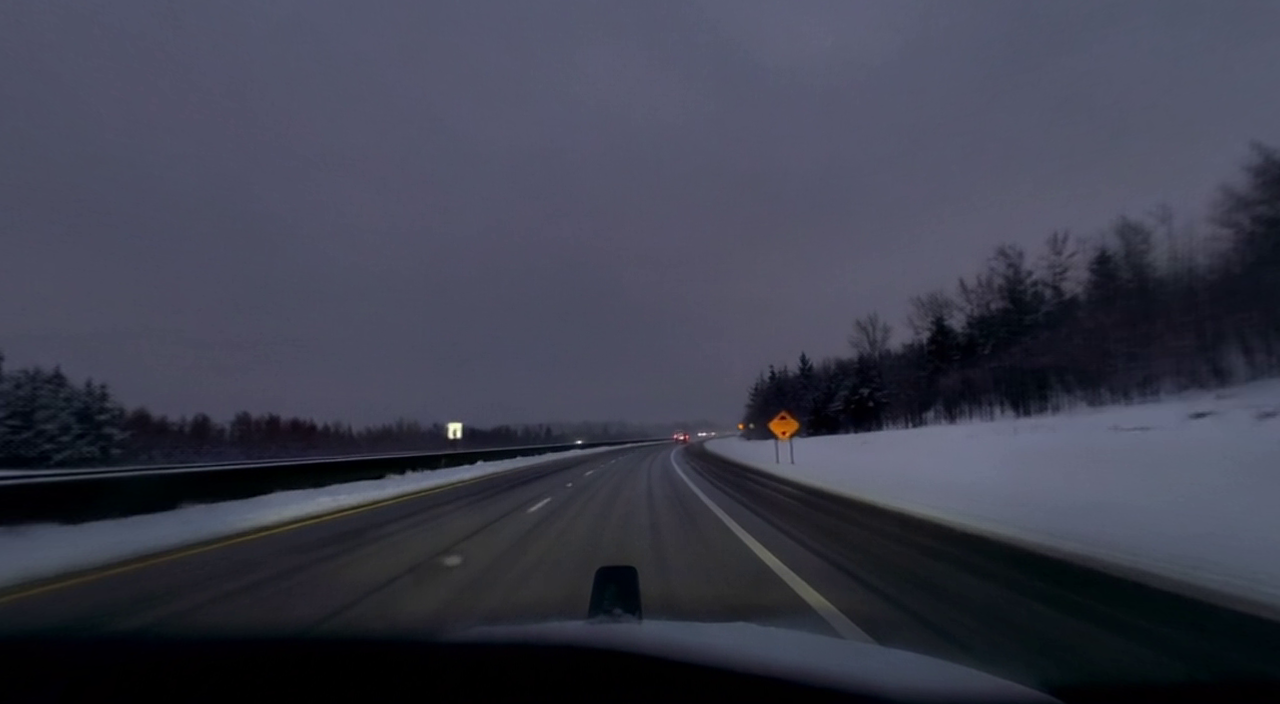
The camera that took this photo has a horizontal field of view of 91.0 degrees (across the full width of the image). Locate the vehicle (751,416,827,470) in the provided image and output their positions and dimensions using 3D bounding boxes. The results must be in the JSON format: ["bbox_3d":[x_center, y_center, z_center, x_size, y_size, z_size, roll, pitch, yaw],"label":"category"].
[{"bbox_3d":[5.960,3.720,25.748,1.914,2.013,4.041,0,-8,-3],"label":"vehicle"}]
